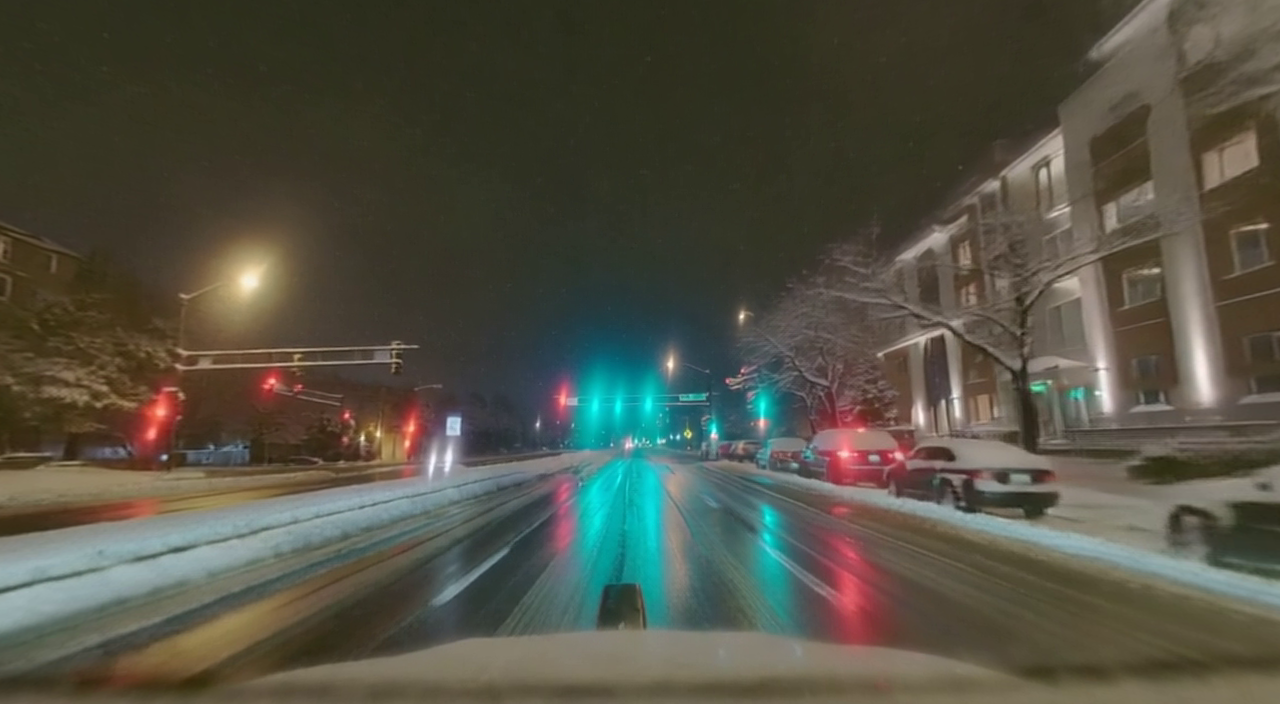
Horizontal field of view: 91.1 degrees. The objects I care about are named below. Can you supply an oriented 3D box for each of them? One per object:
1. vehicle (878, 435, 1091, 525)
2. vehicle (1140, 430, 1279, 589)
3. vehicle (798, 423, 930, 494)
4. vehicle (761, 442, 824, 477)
[{"bbox_3d":[6.733,2.521,12.991,1.863,1.512,4.525,0,-9,1],"label":"vehicle"},{"bbox_3d":[6.913,1.377,5.242,1.864,1.466,4.352,0,-9,0],"label":"vehicle"},{"bbox_3d":[6.657,3.238,19.401,2.169,1.876,4.931,0,-9,-1],"label":"vehicle"},{"bbox_3d":[7.000,4.936,29.210,1.880,1.483,4.510,0,-9,1],"label":"vehicle"}]
